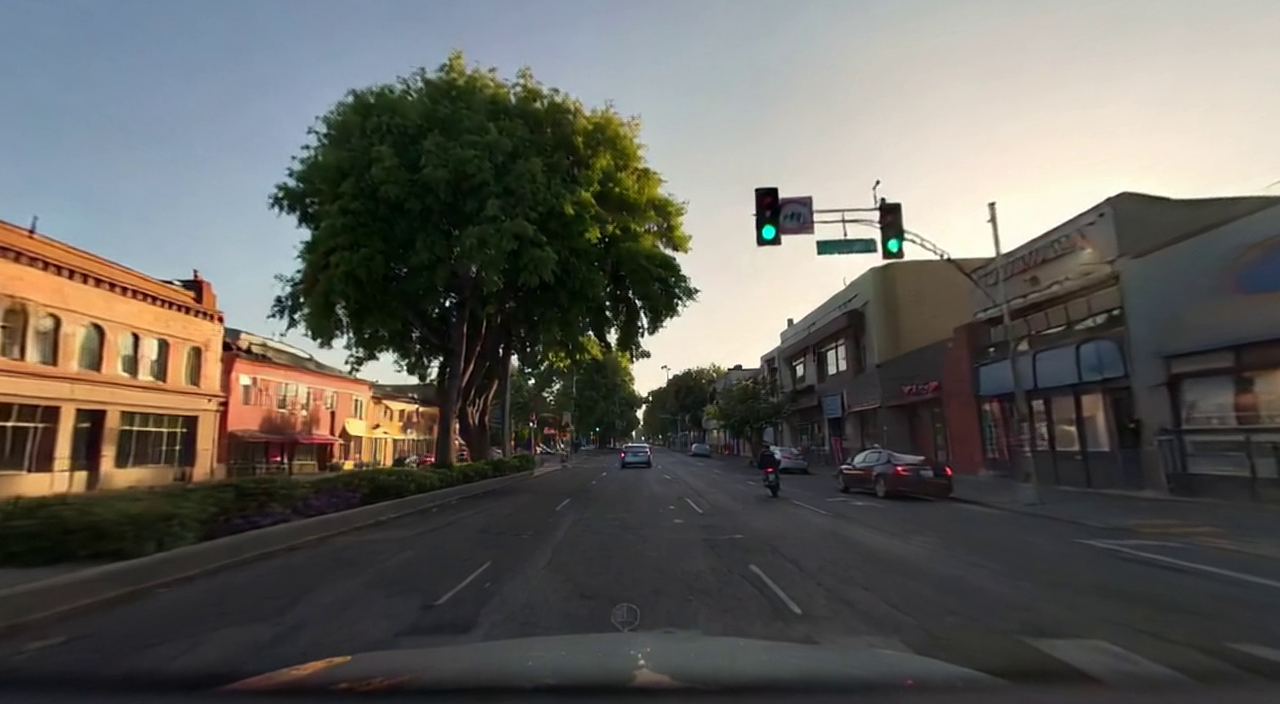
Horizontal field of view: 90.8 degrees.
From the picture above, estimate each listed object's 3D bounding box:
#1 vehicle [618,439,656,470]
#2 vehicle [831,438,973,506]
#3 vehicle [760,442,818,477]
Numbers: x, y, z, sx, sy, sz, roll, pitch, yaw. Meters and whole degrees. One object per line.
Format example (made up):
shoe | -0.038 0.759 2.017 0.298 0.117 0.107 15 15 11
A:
vehicle | -0.232 6.205 38.416 2.223 1.775 4.250 0 -9 -2
vehicle | 6.928 3.196 17.283 2.069 1.590 4.066 0 -9 -1
vehicle | 7.112 5.172 30.595 1.785 1.586 3.896 0 -9 -1
